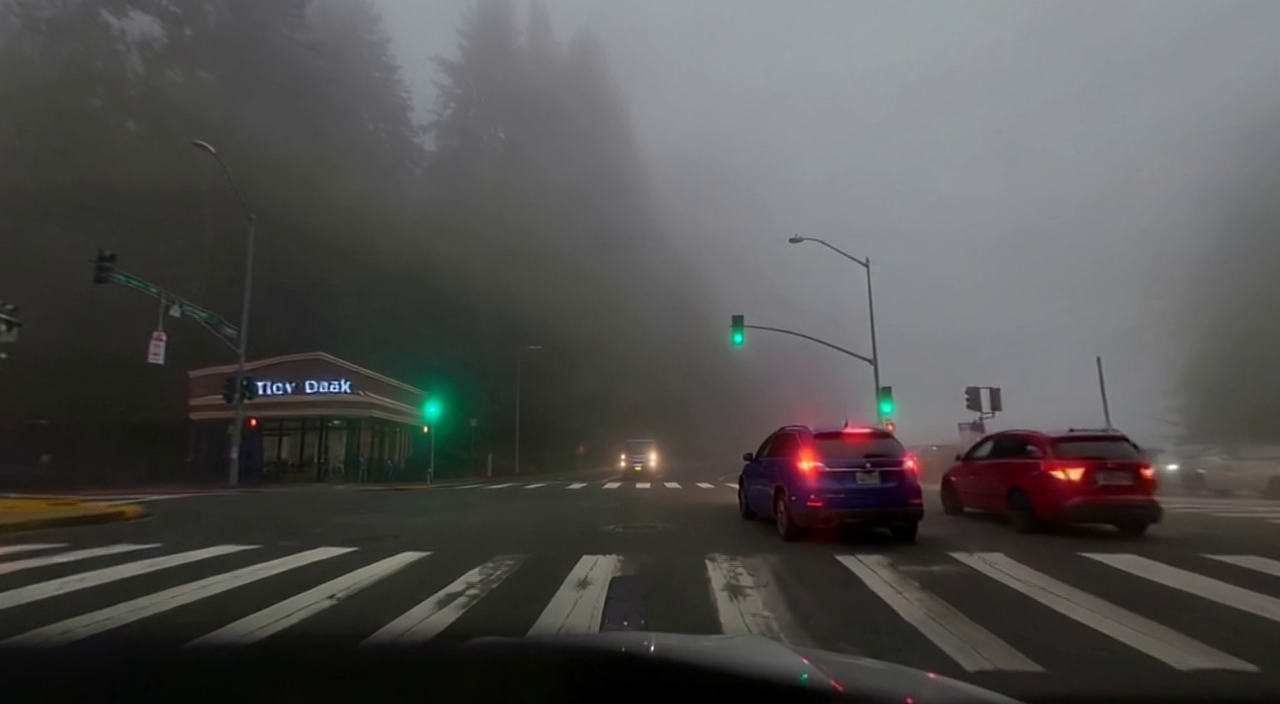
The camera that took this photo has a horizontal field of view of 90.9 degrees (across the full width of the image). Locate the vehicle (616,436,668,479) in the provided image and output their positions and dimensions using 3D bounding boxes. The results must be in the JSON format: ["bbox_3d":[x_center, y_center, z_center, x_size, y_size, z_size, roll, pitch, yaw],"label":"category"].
[{"bbox_3d":[-0.001,5.262,31.779,2.390,1.948,5.344,0,-8,-2],"label":"vehicle"}]

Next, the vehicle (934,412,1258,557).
[{"bbox_3d":[6.342,1.862,9.529,1.792,1.682,4.089,0,-8,0],"label":"vehicle"}]

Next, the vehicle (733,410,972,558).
[{"bbox_3d":[2.877,1.914,9.914,2.048,1.725,4.754,0,-8,0],"label":"vehicle"}]

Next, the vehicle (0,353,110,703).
[{"bbox_3d":[-3.602,0.613,0.937,1.961,1.658,4.064,-1,-8,2],"label":"vehicle"}]
